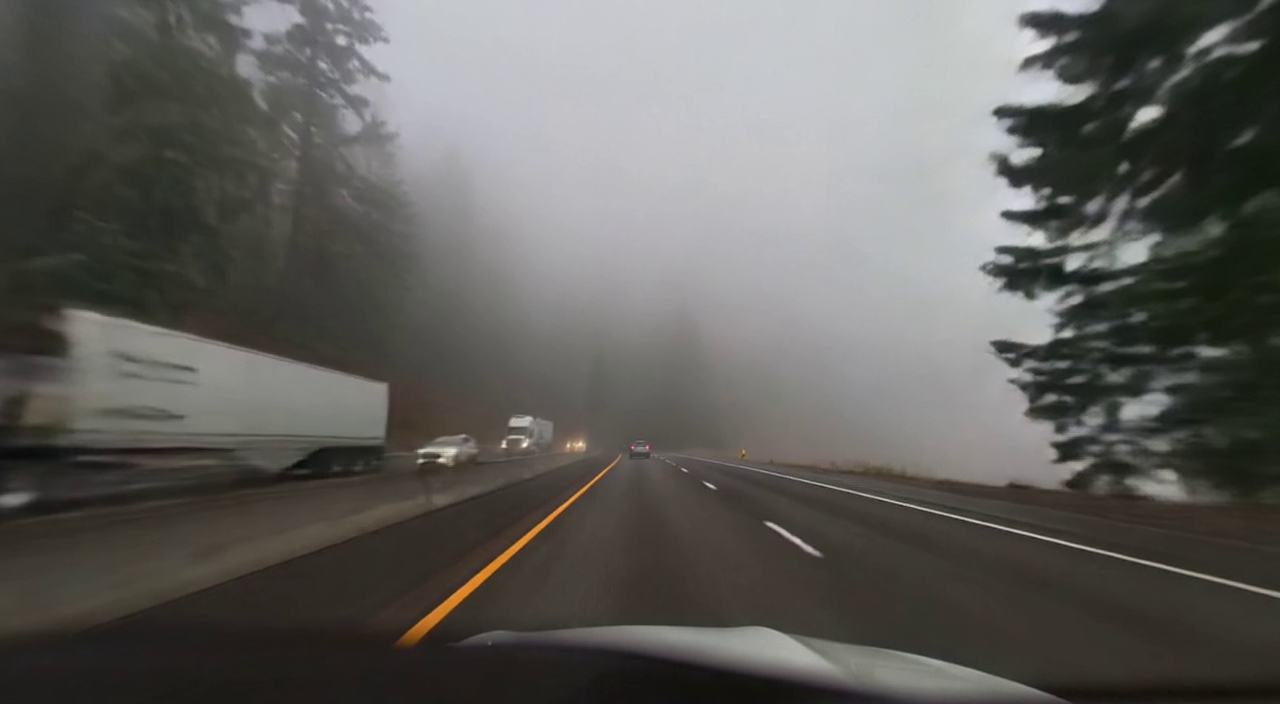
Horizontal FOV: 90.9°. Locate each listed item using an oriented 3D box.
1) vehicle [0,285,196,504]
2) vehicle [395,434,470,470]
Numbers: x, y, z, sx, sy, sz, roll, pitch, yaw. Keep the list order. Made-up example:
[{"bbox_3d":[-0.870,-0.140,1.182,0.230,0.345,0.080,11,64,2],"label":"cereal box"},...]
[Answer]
[{"bbox_3d":[-13.339,0.884,12.324,3.009,4.018,8.498,0,-8,0],"label":"vehicle"},{"bbox_3d":[-9.160,4.454,28.273,1.846,1.463,4.537,0,-8,0],"label":"vehicle"}]
